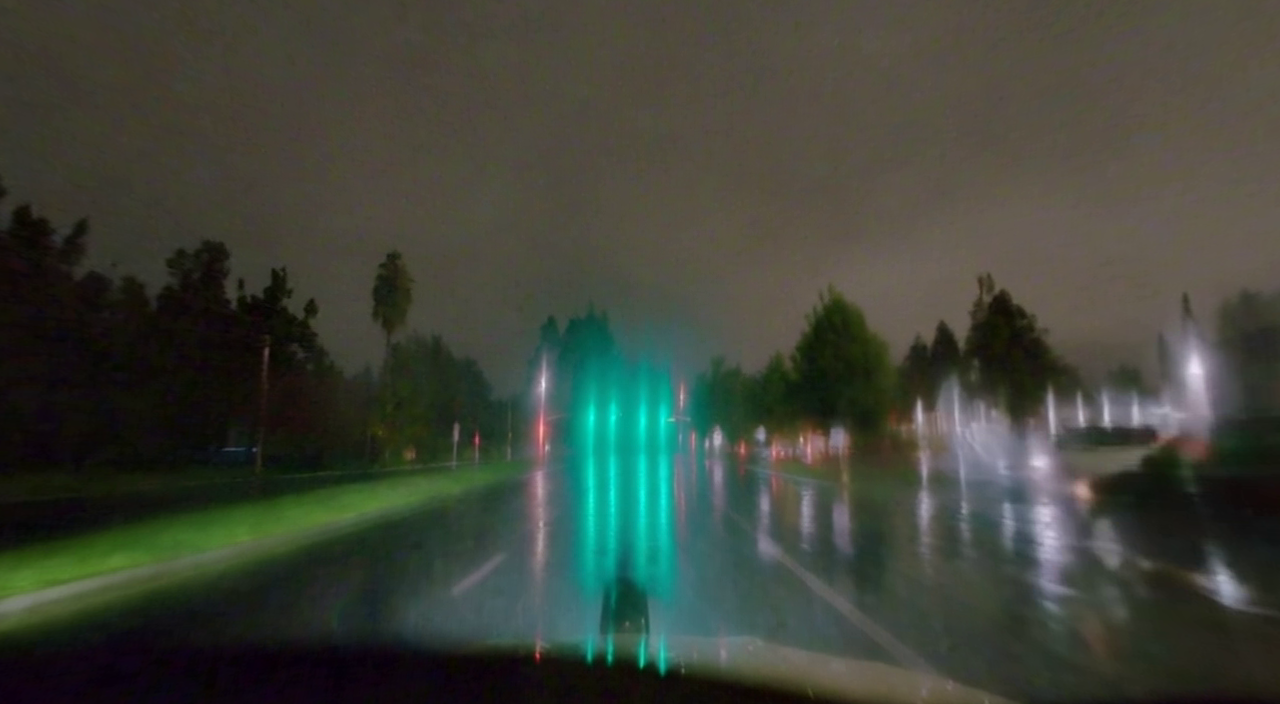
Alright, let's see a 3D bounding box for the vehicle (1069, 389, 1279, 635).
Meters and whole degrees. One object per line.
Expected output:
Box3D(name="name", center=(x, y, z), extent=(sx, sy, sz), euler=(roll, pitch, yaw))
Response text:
Box3D(name="vehicle", center=(5.459, 1.077, 4.159), extent=(2.057, 1.688, 4.596), euler=(0, -8, 1))
